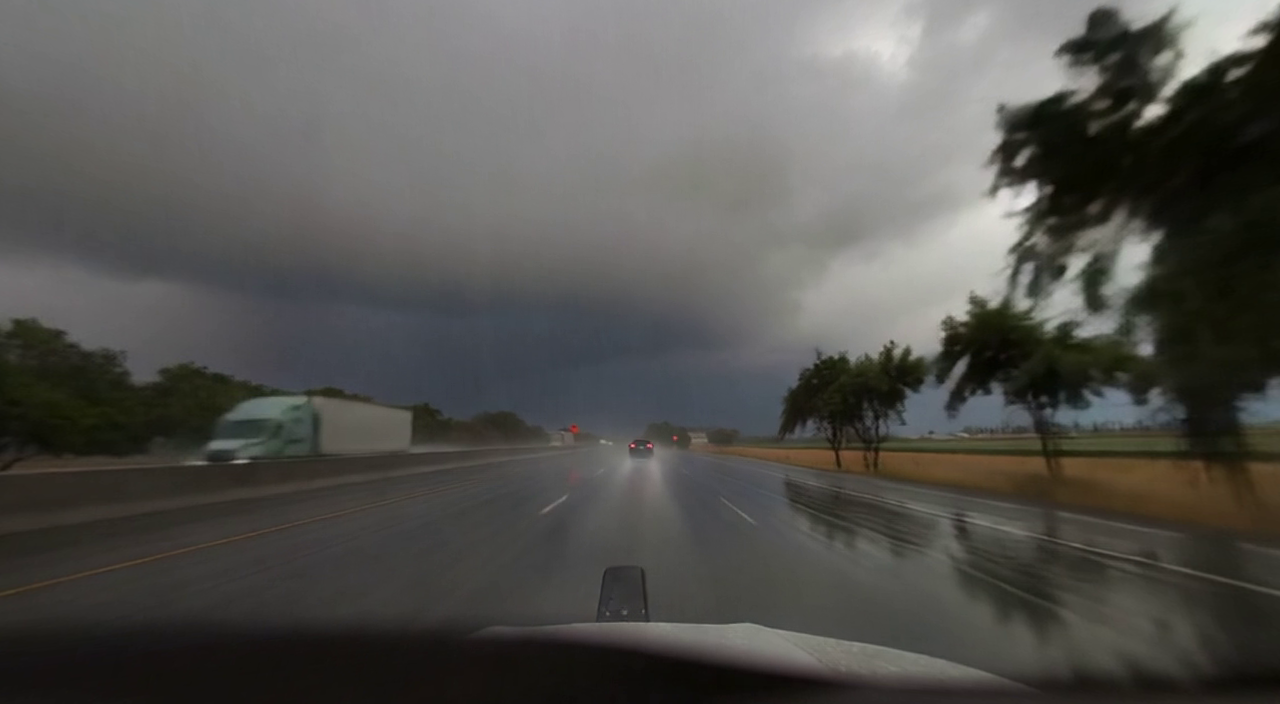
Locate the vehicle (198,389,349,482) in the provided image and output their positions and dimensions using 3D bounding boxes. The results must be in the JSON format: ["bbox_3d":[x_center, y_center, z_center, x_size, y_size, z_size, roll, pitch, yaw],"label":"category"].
[{"bbox_3d":[-16.622,3.861,29.130,2.977,3.808,6.217,0,-8,1],"label":"vehicle"}]
